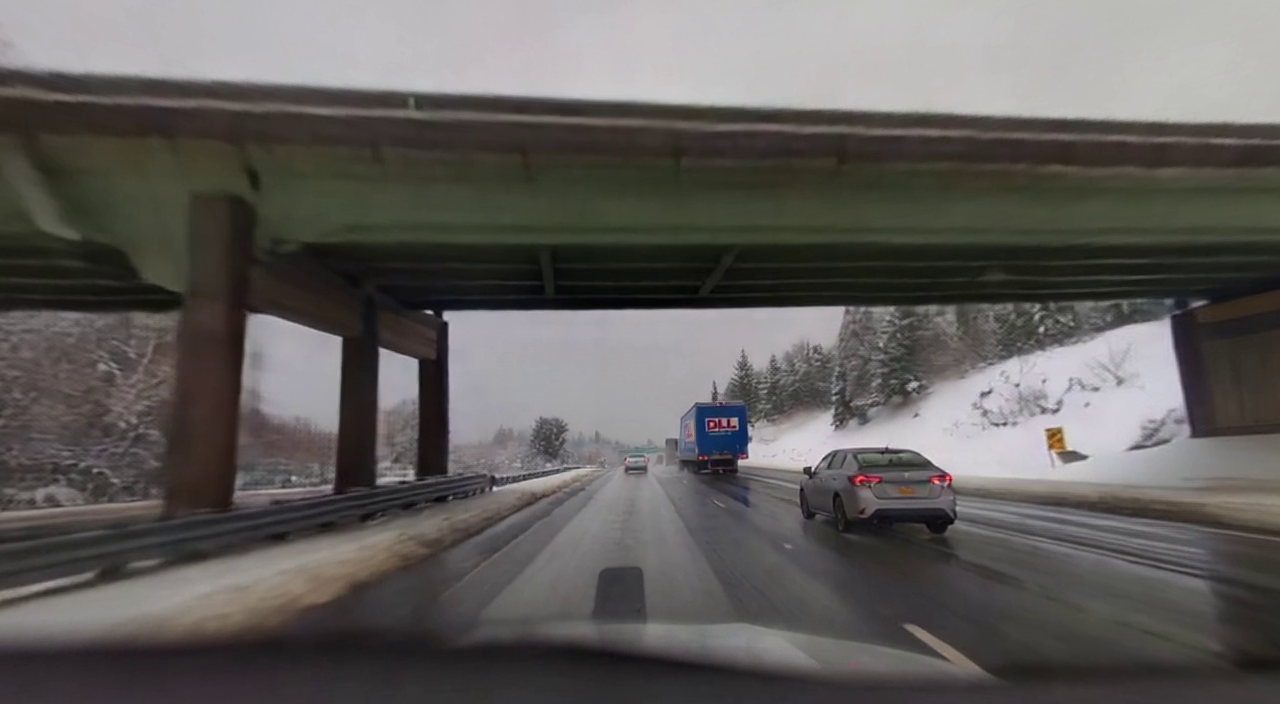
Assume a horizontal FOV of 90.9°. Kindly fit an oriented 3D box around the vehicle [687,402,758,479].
[{"bbox_3d":[4.632,5.280,37.208,2.838,3.985,8.010,0,-9,-1],"label":"vehicle"}]

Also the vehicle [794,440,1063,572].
[{"bbox_3d":[3.783,2.066,9.248,1.894,1.452,4.164,0,-9,-1],"label":"vehicle"}]

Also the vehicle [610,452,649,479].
[{"bbox_3d":[-0.573,6.438,35.949,2.055,1.445,3.661,0,-9,0],"label":"vehicle"}]
